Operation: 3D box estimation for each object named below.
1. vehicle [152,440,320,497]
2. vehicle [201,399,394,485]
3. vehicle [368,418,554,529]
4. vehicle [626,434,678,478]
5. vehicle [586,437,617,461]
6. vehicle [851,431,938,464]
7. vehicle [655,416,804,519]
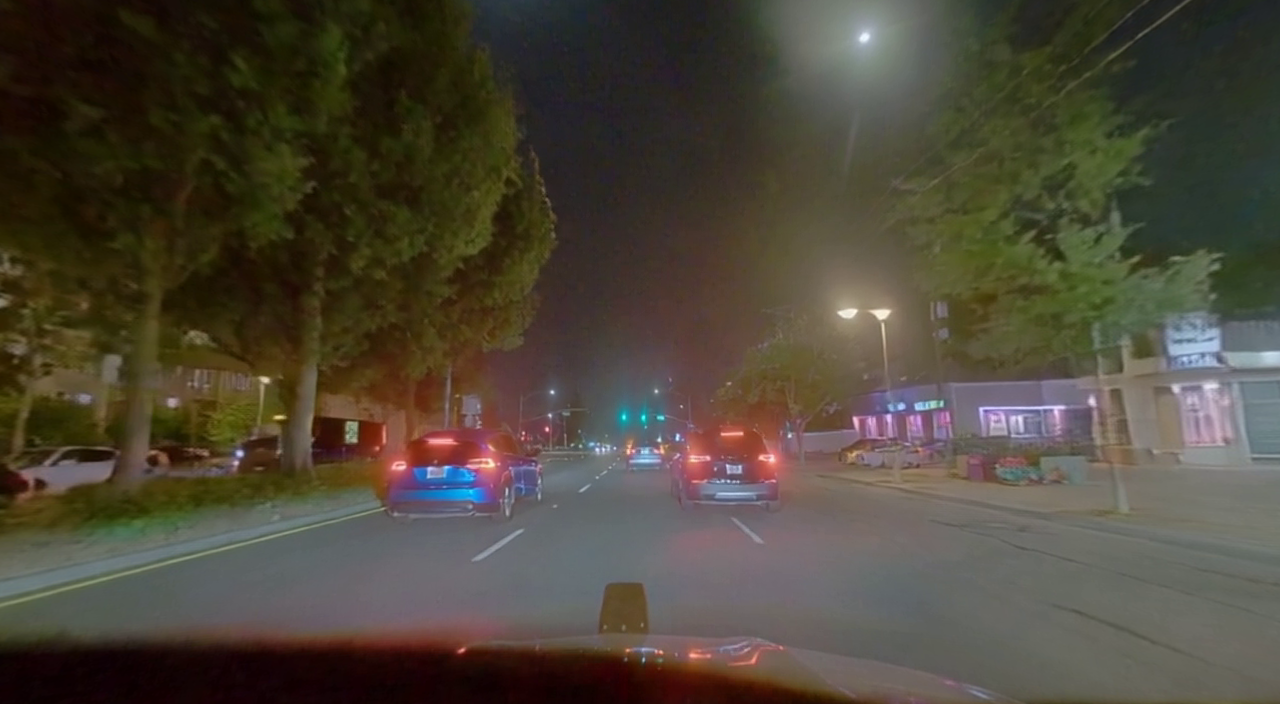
[{"bbox_3d":[-11.913,3.437,19.045,1.923,1.490,4.501,0,-9,2],"label":"vehicle"},{"bbox_3d":[-15.058,4.162,29.074,2.901,3.276,9.720,-1,-9,4],"label":"vehicle"},{"bbox_3d":[-3.083,2.228,12.104,2.043,1.687,4.676,0,-9,2],"label":"vehicle"},{"bbox_3d":[0.432,4.117,25.100,1.922,1.579,3.642,0,-9,0],"label":"vehicle"},{"bbox_3d":[-2.911,7.474,48.616,2.014,1.755,4.360,0,-9,1],"label":"vehicle"},{"bbox_3d":[15.941,5.967,39.756,2.032,1.877,4.876,2,-7,-25],"label":"vehicle"},{"bbox_3d":[1.600,2.323,13.095,2.280,1.747,4.361,0,-9,-2],"label":"vehicle"}]
